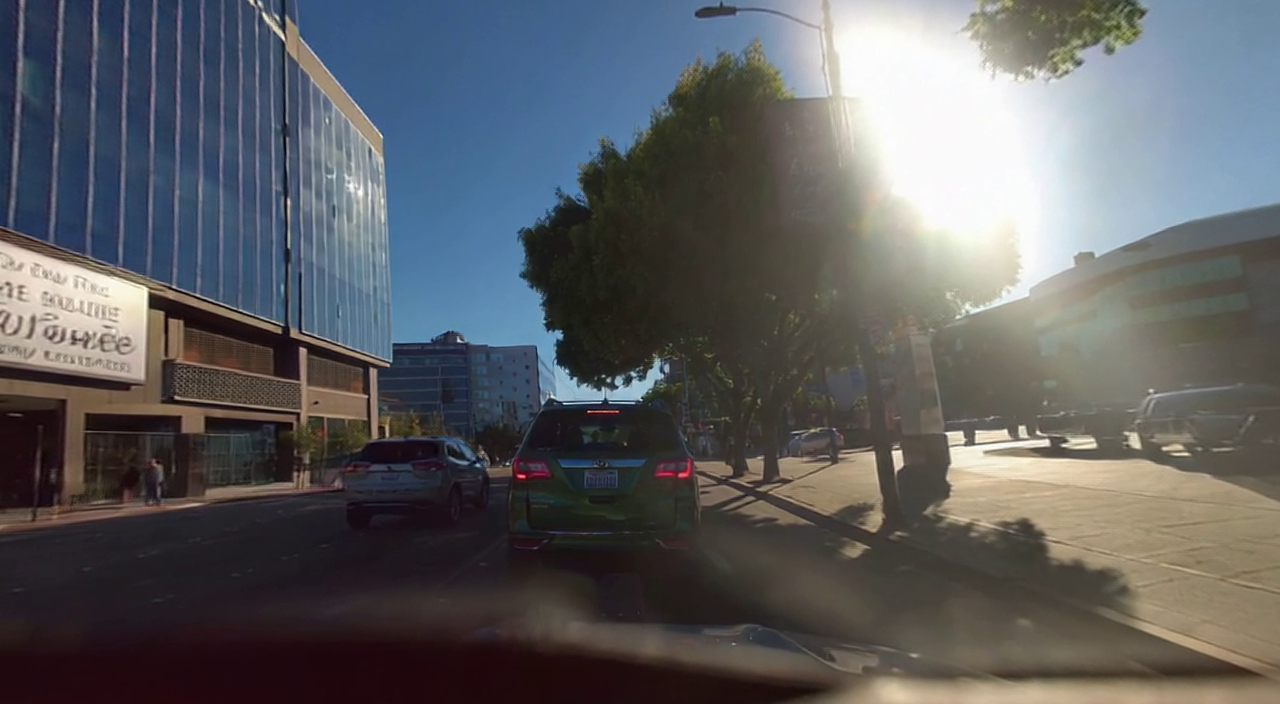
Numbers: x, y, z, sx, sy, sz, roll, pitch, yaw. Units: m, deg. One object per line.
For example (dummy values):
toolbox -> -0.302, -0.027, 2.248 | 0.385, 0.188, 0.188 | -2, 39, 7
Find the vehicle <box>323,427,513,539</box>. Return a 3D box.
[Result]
vehicle -> -3.781, 2.292, 11.767 | 1.971, 1.658, 4.428 | 0, -8, -1

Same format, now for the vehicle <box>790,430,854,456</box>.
vehicle -> 10.621, 5.291, 36.787 | 1.877, 1.416, 3.965 | -8, -12, 44

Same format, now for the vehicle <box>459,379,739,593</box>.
vehicle -> -0.437, 1.534, 8.020 | 2.531, 1.930, 4.382 | 0, -8, -2

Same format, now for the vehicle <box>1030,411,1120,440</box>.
vehicle -> 24.470, 4.163, 35.634 | 3.826, 1.544, 1.754 | 1, -9, -5
